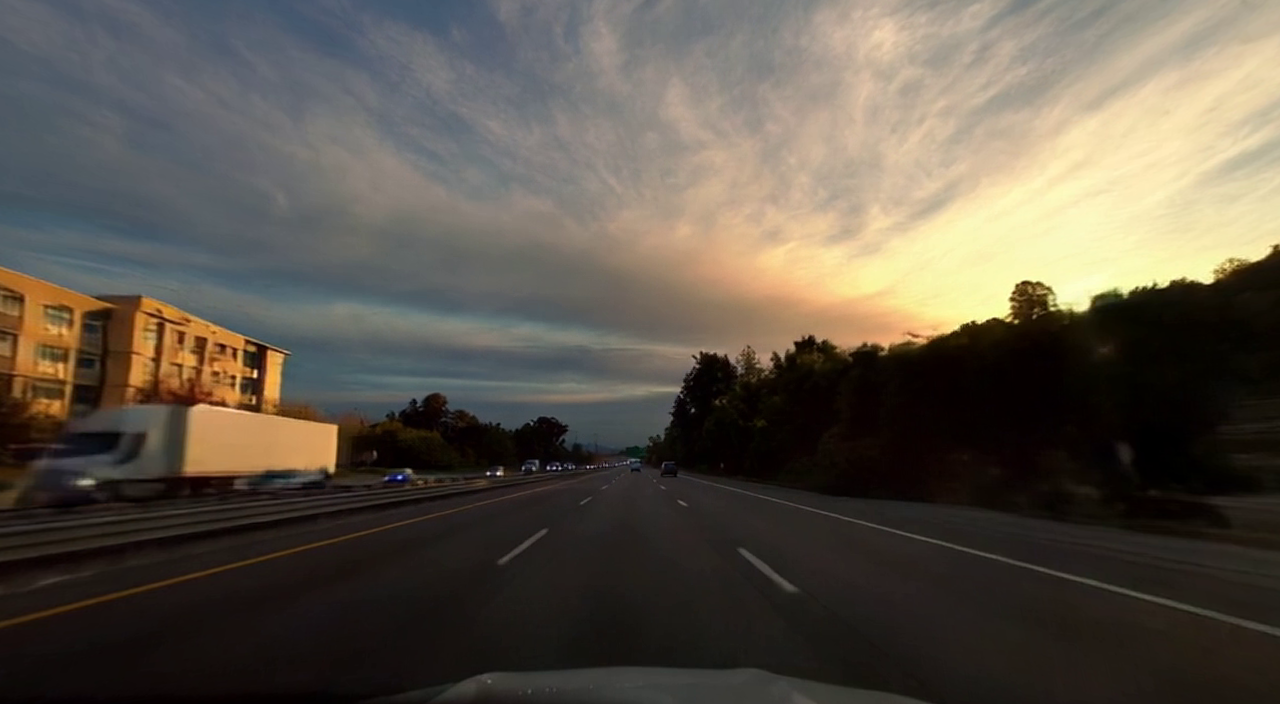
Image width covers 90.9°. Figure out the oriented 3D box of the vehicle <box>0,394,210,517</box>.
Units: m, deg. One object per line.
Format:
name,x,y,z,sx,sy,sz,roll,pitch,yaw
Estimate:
vehicle,-20.075,3.954,23.881,3.010,4.019,5.914,1,-10,0
